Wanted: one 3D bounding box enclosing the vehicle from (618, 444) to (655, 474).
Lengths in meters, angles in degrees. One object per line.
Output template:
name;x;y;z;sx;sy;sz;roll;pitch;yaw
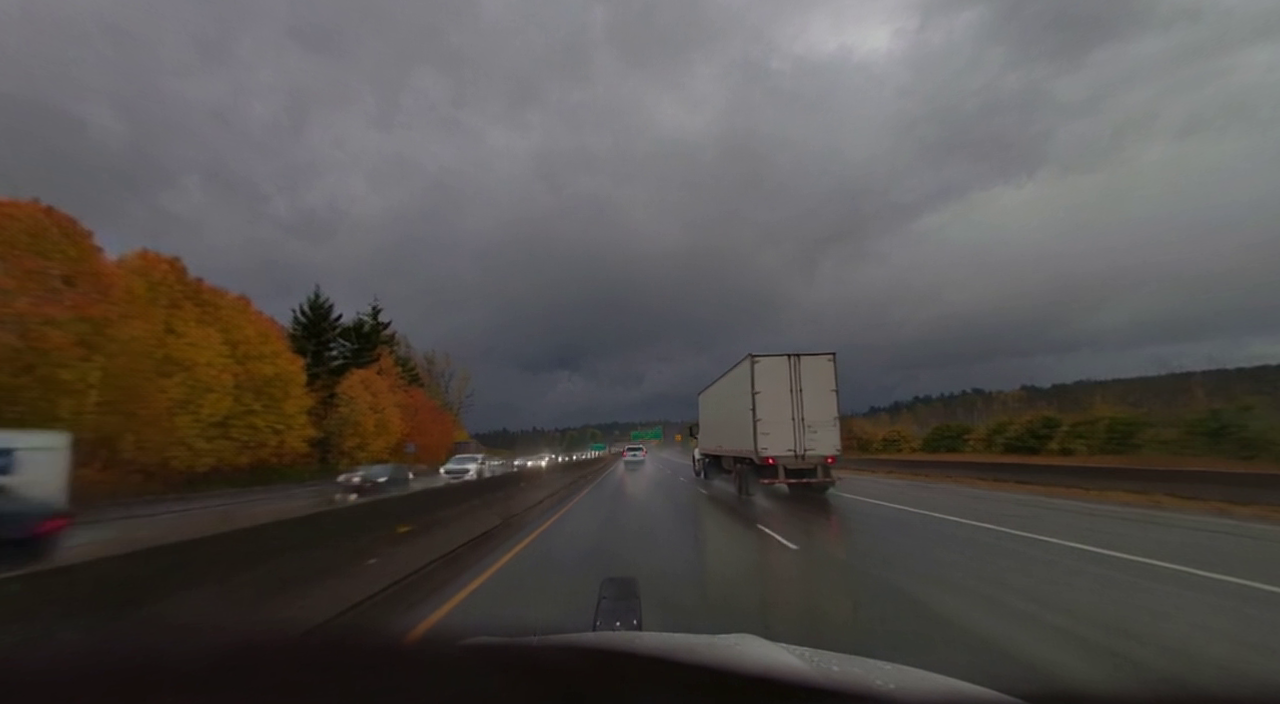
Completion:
vehicle;-0.231;6.683;39.352;2.168;1.705;4.272;-1;-9;-1

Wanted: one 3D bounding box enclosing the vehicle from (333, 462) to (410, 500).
vehicle;-12.614;6.063;29.724;1.889;1.569;4.097;-1;-9;0

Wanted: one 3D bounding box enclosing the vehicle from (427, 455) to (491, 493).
vehicle;-8.954;6.022;31.319;1.967;1.682;4.187;-1;-9;0
